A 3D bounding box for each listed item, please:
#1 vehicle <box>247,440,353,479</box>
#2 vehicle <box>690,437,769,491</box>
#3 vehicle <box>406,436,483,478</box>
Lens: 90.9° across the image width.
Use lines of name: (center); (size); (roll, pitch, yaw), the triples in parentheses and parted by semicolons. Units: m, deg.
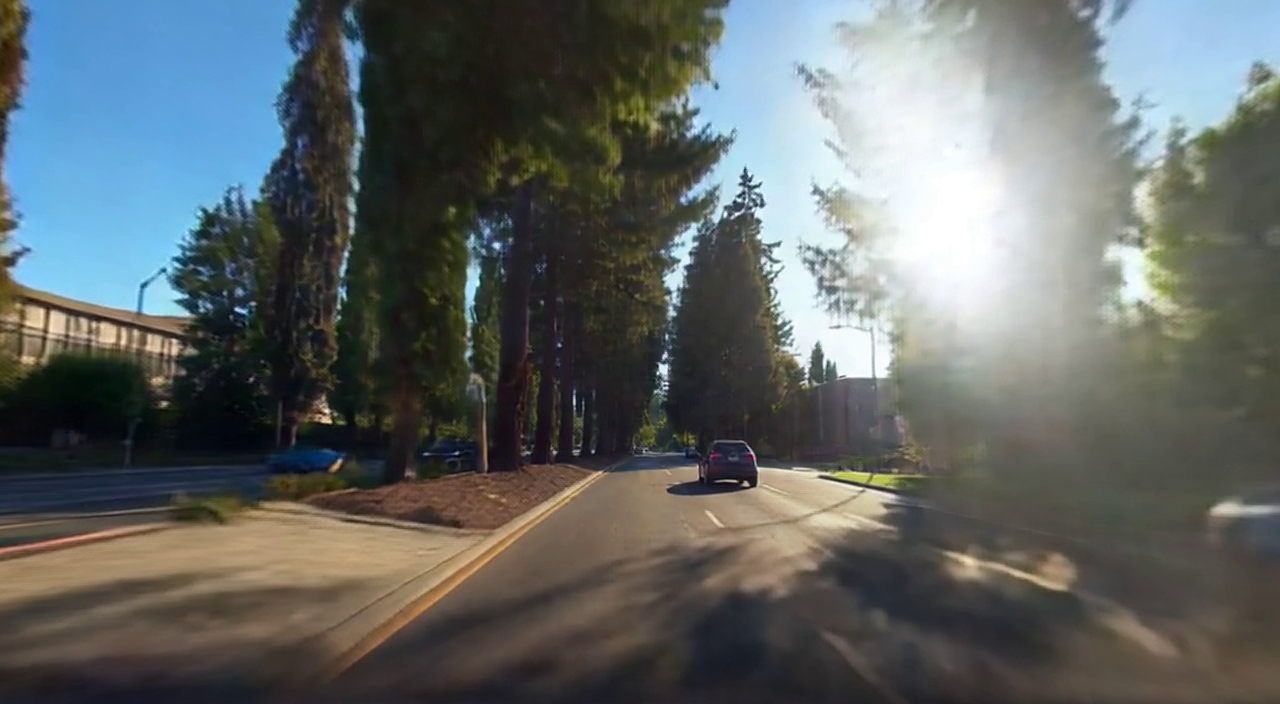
vehicle: (-14.408, 4.558, 27.022); (2.094, 1.504, 4.283); (0, -8, 1)
vehicle: (3.037, 3.912, 22.453); (2.108, 1.712, 4.616); (0, -8, -1)
vehicle: (-8.569, 4.629, 28.046); (2.070, 1.703, 4.301); (0, -8, 0)
